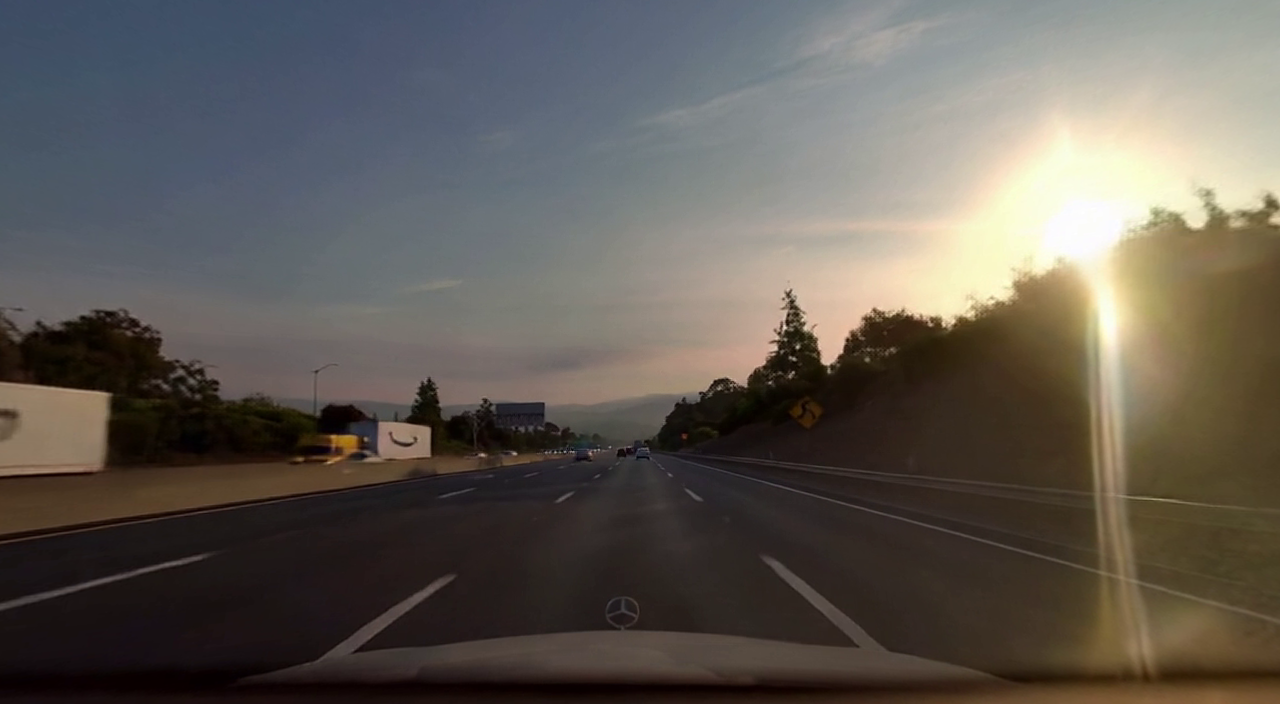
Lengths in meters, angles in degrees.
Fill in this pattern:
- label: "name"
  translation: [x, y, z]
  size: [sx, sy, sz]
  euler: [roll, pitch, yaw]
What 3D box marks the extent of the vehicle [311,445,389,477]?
- label: "vehicle"
  translation: [-15.641, 5.900, 34.337]
  size: [2.023, 1.572, 4.568]
  euler: [0, -9, 1]
